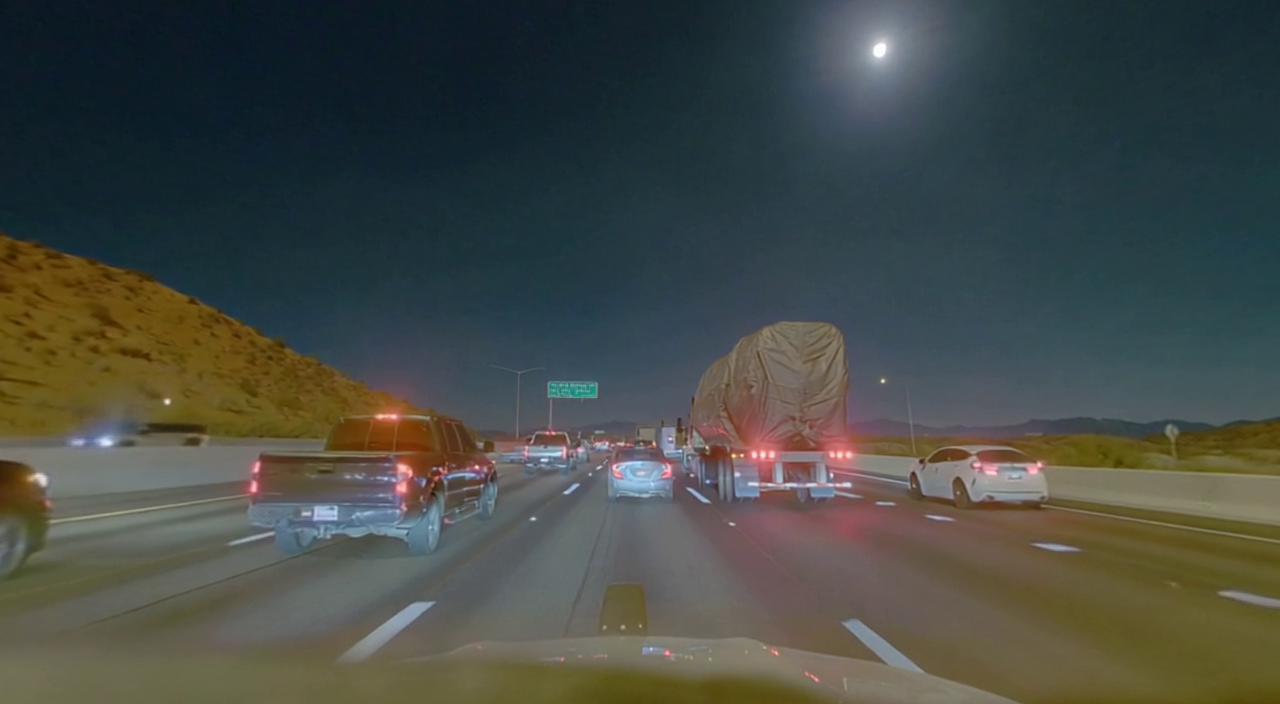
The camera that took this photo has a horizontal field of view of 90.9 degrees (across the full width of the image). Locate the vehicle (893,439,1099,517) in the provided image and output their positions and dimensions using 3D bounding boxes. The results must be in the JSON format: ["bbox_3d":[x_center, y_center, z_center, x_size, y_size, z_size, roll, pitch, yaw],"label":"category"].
[{"bbox_3d":[7.748,2.739,14.332,2.092,1.495,4.194,0,-8,-2],"label":"vehicle"}]

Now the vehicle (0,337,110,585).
[{"bbox_3d":[-7.559,0.666,3.454,3.150,2.303,7.133,0,-8,-1],"label":"vehicle"}]

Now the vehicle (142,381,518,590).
[{"bbox_3d":[-3.351,1.603,8.515,2.318,1.902,5.374,0,-8,0],"label":"vehicle"}]

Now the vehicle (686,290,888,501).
[{"bbox_3d":[3.199,1.580,17.640,2.759,4.098,10.906,0,-8,-1],"label":"vehicle"}]

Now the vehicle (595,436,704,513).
[{"bbox_3d":[0.137,2.658,14.206,2.105,1.471,3.978,0,-8,-1],"label":"vehicle"}]

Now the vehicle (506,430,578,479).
[{"bbox_3d":[-3.933,4.197,26.173,2.348,1.821,5.061,0,-8,-2],"label":"vehicle"}]
